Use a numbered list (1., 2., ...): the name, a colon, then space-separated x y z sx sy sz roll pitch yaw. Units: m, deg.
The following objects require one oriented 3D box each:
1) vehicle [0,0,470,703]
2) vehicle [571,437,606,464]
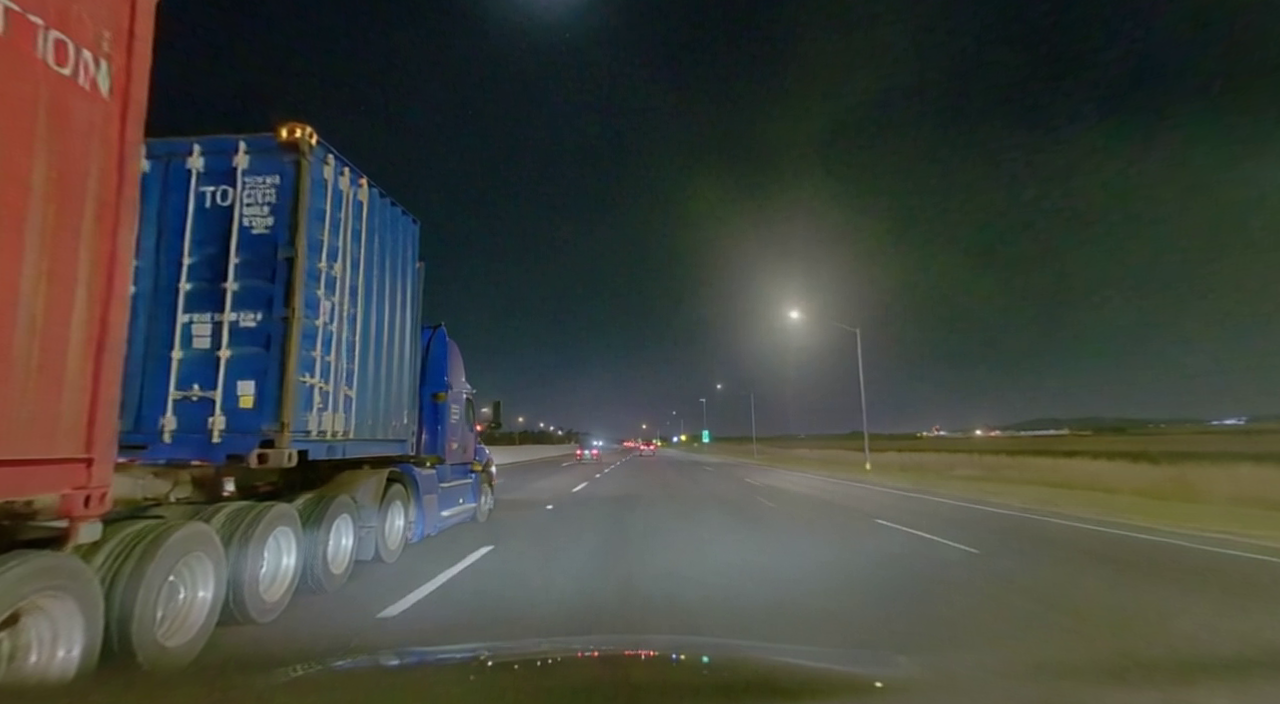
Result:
1. vehicle: -4.020 -0.255 2.281 2.840 4.032 13.388 0 -8 1
2. vehicle: -3.447 6.727 43.126 1.995 1.745 4.187 0 -8 1
